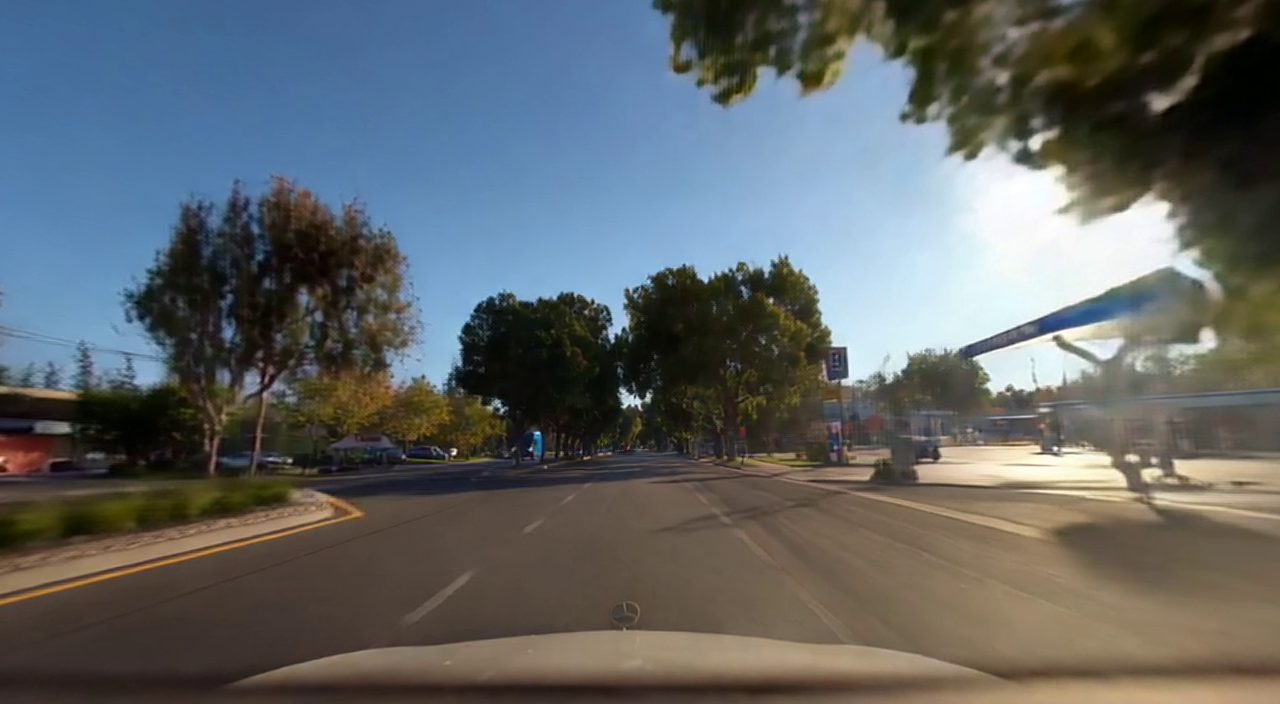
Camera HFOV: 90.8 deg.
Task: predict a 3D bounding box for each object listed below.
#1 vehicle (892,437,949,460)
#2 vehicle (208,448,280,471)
[{"bbox_3d":[19.224,6.630,43.468,1.994,1.452,4.227,0,-9,0],"label":"vehicle"},{"bbox_3d":[-31.088,8.451,49.672,4.290,1.701,2.002,0,-9,-3],"label":"vehicle"}]
